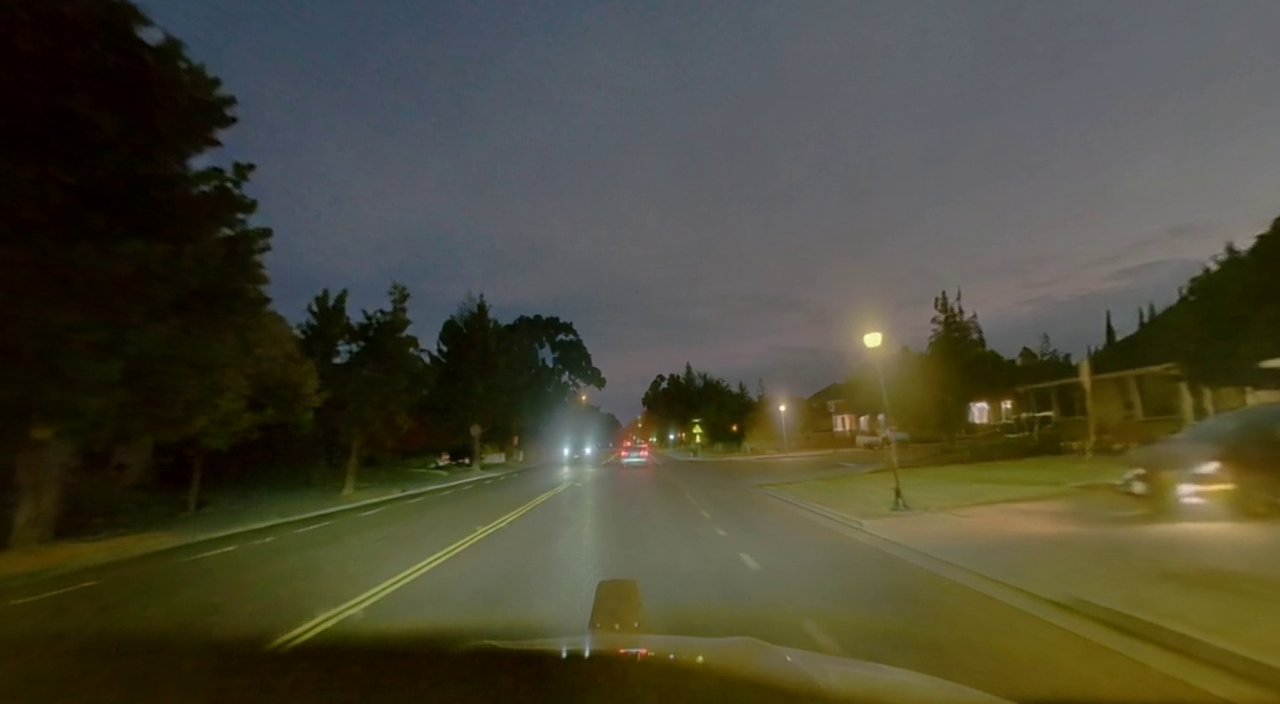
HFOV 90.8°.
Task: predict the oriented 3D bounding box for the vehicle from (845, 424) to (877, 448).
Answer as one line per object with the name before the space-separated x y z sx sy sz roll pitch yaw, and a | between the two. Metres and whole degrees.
vehicle | 16.891 6.388 48.150 1.979 1.434 4.607 -7 -7 21

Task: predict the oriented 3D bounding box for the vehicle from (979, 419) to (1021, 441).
vehicle | 25.225 5.454 44.349 1.603 1.430 3.662 -3 -6 15

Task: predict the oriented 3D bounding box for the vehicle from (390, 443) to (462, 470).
vehicle | -15.028 7.354 44.512 4.223 1.753 2.134 0 -8 6

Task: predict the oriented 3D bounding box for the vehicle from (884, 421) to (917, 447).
vehicle | 19.506 6.138 47.371 2.114 1.677 4.707 -5 -6 22

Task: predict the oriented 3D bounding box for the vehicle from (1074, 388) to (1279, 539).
vehicle | 8.701 1.188 8.069 4.740 1.467 2.074 -6 -8 -4

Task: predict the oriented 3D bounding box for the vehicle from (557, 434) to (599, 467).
vehicle | -4.492 7.247 46.740 2.451 2.182 5.485 -3 -9 1

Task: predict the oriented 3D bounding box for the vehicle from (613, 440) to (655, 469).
vehicle | -0.335 5.471 33.860 2.098 1.483 4.099 0 -9 -1
